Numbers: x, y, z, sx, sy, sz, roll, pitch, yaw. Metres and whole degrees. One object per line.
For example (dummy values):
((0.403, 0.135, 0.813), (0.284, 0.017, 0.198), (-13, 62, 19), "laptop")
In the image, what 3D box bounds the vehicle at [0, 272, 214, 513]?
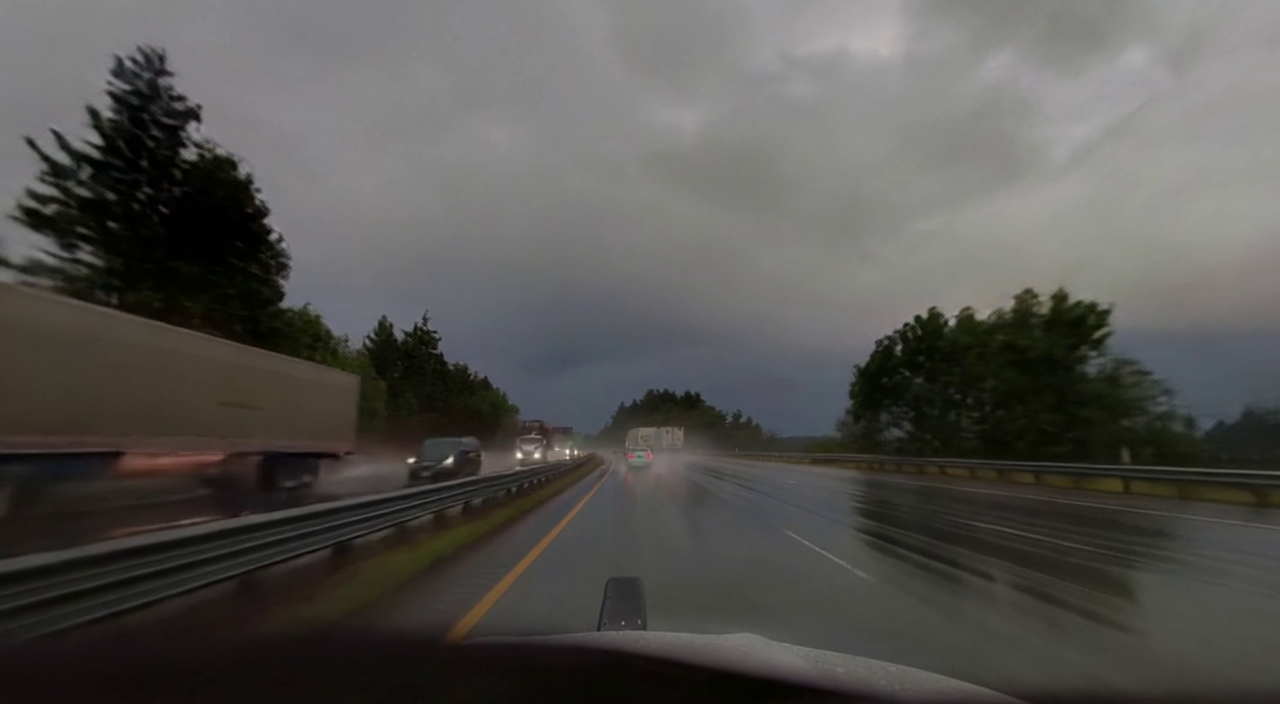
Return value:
((-12.274, 0.657, 10.492), (3.015, 4.010, 10.258), (0, -9, 1), "vehicle")

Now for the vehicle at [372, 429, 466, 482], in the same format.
((-8.227, 3.903, 23.916), (1.974, 1.804, 4.573), (0, -9, -1), "vehicle")

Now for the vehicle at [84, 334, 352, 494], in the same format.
((-12.391, 2.129, 19.853), (2.861, 4.010, 7.950), (0, -9, -1), "vehicle")

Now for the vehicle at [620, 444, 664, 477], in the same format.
((0.037, 5.402, 31.561), (2.069, 1.523, 4.012), (0, -9, -1), "vehicle")
